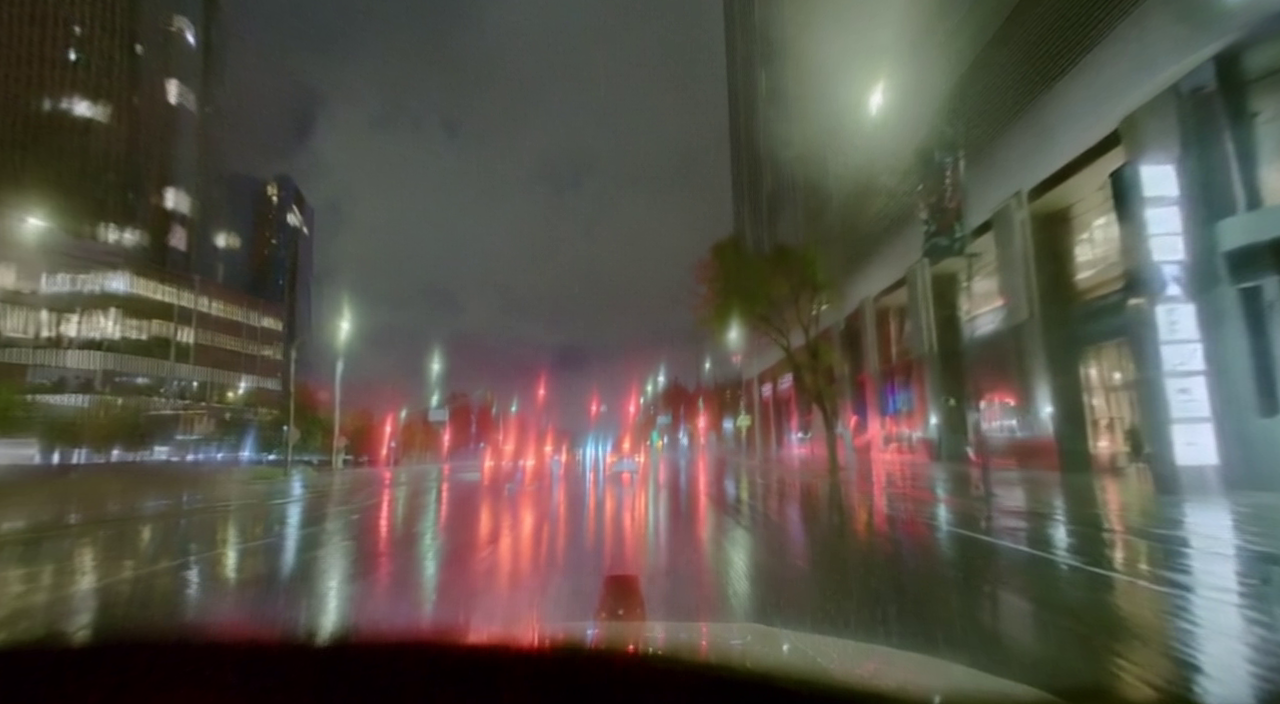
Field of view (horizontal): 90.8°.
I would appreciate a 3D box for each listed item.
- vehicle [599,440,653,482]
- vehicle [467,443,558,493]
[{"bbox_3d":[-0.529,4.422,25.883,2.042,1.555,3.912,0,-9,0],"label":"vehicle"},{"bbox_3d":[-4.080,3.780,20.996,2.020,1.457,4.496,0,-9,1],"label":"vehicle"}]
